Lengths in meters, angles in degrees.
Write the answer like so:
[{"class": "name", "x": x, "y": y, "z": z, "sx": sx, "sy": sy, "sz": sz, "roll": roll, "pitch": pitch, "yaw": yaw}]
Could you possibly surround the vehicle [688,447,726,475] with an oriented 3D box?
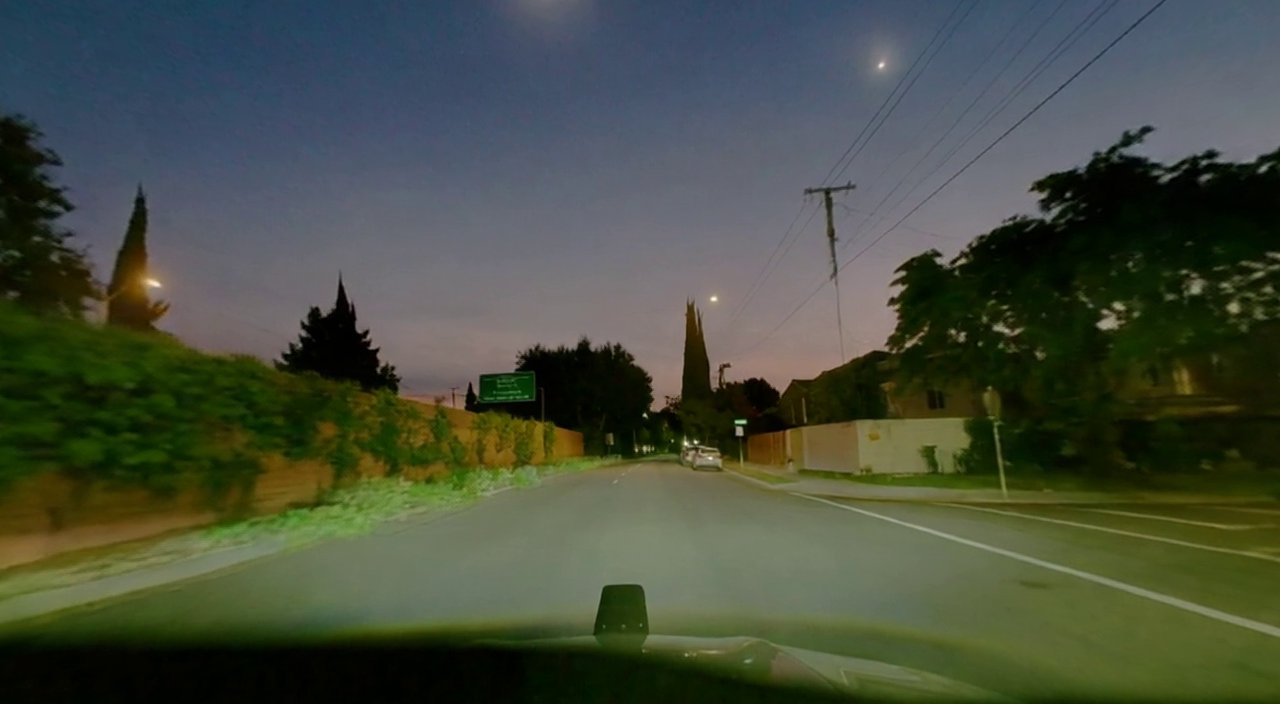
[{"class": "vehicle", "x": 4.269, "y": 7.009, "z": 40.762, "sx": 2.048, "sy": 1.596, "sz": 5.543, "roll": 2, "pitch": -8, "yaw": 2}]
